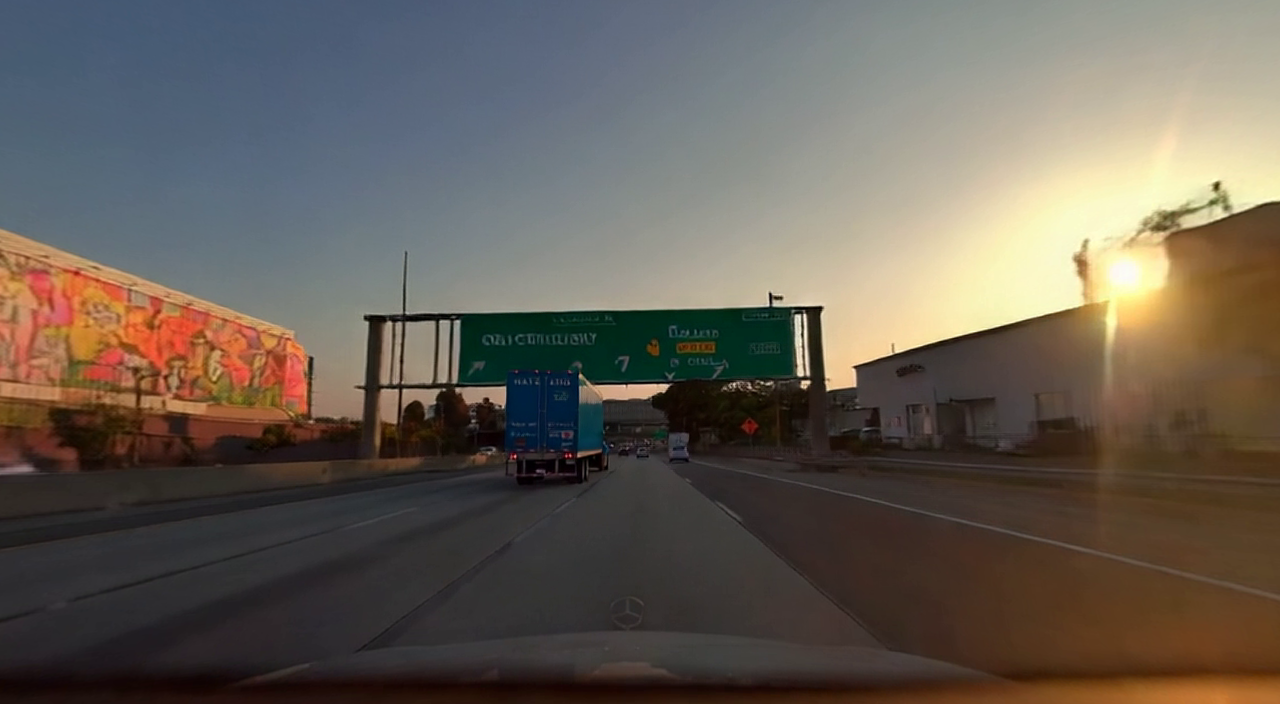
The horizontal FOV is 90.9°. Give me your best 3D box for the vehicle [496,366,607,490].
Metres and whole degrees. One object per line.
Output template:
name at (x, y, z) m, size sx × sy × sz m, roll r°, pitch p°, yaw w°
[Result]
vehicle at (-3.156, 3.069, 25.285) m, size 2.977 × 4.048 × 8.890 m, roll -1°, pitch -8°, yaw 1°
